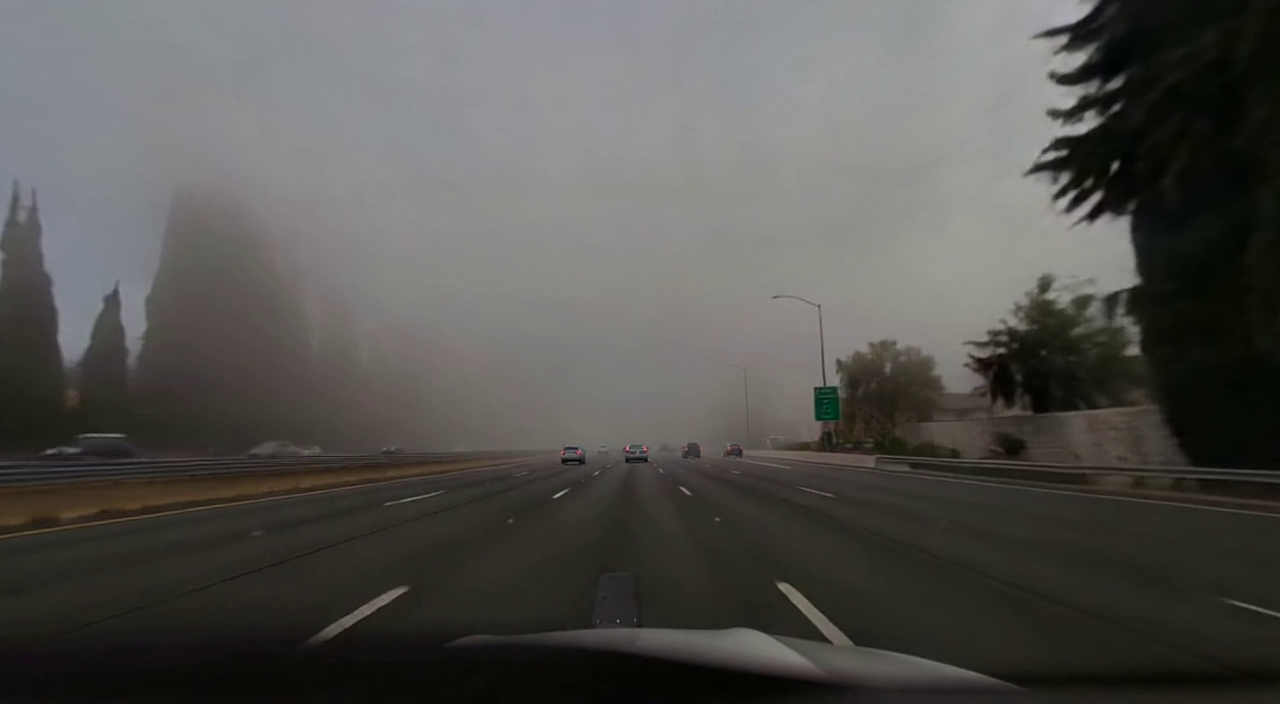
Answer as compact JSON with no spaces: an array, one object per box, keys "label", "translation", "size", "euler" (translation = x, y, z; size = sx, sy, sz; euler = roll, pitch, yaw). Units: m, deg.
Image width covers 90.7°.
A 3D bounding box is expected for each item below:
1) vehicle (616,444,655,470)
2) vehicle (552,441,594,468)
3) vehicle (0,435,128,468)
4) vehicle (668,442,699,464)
[{"label":"vehicle","translation":[-0.269,6.261,37.899],"size":[2.146,1.485,4.332],"euler":[0,-9,0]},{"label":"vehicle","translation":[-4.462,6.909,42.766],"size":[2.260,1.706,4.177],"euler":[0,-9,1]},{"label":"vehicle","translation":[-34.984,6.064,38.660],"size":[2.752,1.885,5.571],"euler":[0,-9,0]},{"label":"vehicle","translation":[3.312,7.770,48.857],"size":[2.084,1.624,3.935],"euler":[0,-9,-1]}]
